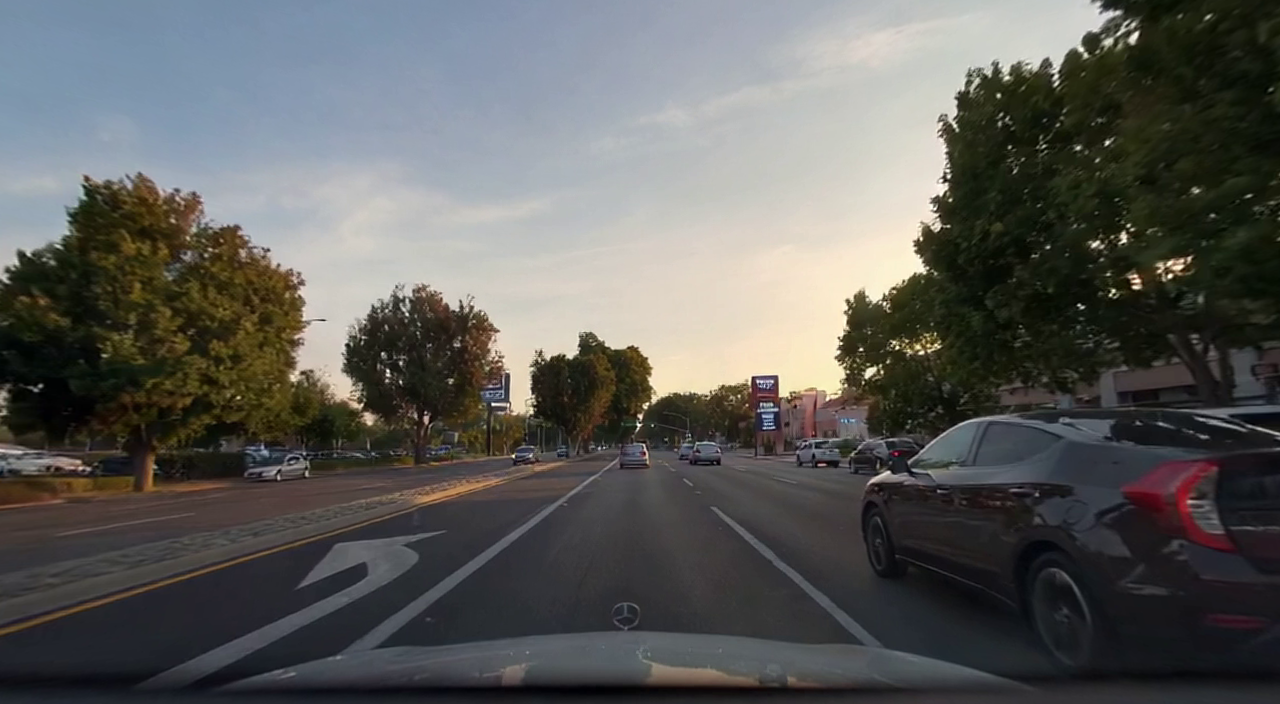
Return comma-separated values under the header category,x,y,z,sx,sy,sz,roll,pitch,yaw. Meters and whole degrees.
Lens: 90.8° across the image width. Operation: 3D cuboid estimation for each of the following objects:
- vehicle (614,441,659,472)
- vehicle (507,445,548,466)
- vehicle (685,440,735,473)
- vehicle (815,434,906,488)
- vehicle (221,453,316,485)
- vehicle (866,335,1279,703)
category,x,y,z,sx,sy,sz,roll,pitch,yaw
vehicle,-0.190,5.278,32.044,2.135,1.468,4.076,0,-8,0
vehicle,-8.205,7.583,46.500,2.062,1.499,4.528,0,-8,1
vehicle,3.352,5.119,31.140,1.889,1.473,4.303,0,-8,-1
vehicle,7.719,3.833,22.661,2.444,1.700,4.771,-2,-9,12
vehicle,-20.086,6.332,34.511,2.201,1.561,5.095,0,-8,-1
vehicle,3.102,0.979,3.491,2.022,1.643,4.326,0,-8,-1
